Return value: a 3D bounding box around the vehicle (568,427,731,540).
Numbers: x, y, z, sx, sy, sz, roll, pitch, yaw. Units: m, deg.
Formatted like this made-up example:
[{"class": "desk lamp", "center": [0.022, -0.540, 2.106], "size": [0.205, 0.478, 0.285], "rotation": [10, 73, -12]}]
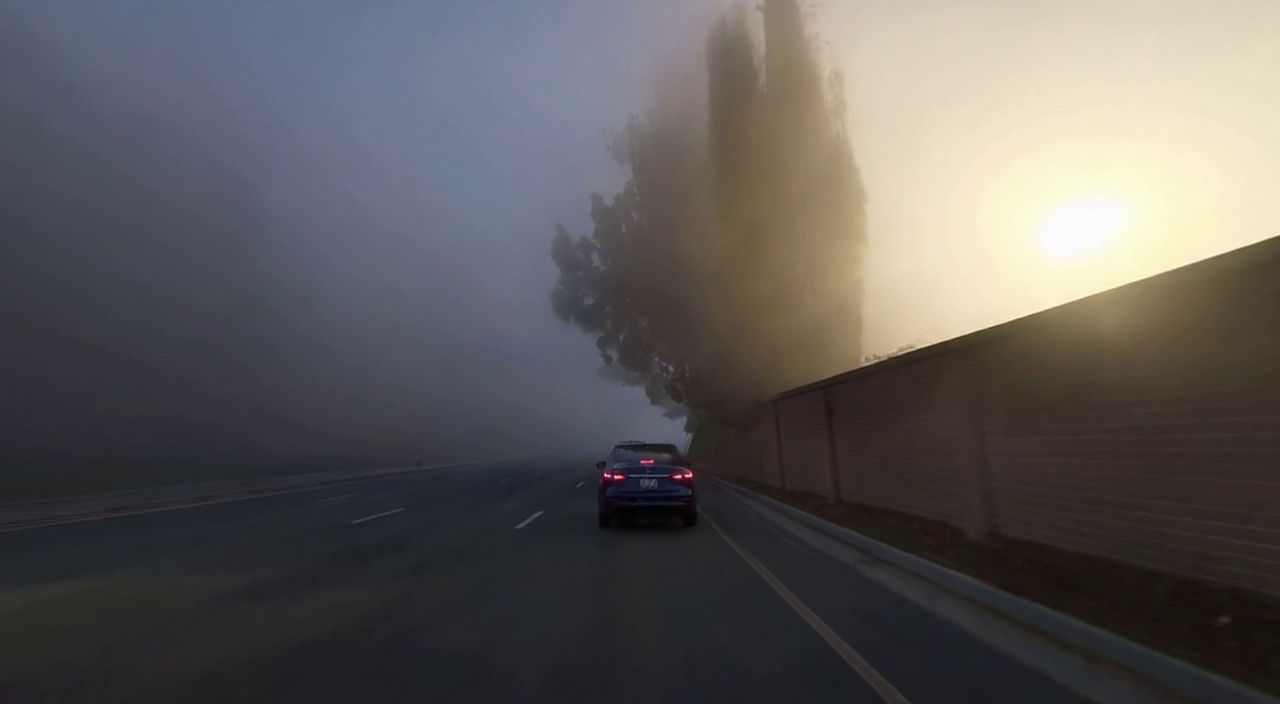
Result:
[{"class": "vehicle", "center": [0.080, 2.108, 10.787], "size": [2.205, 1.509, 4.272], "rotation": [0, -8, -1]}]
